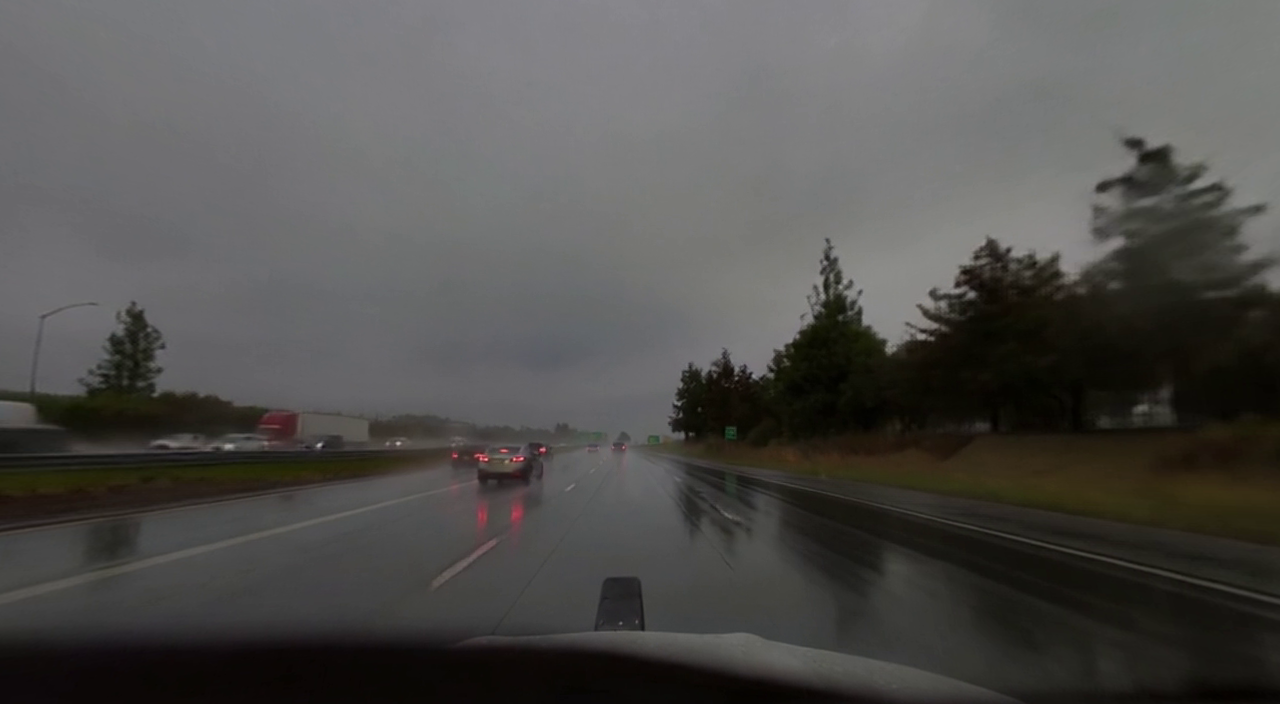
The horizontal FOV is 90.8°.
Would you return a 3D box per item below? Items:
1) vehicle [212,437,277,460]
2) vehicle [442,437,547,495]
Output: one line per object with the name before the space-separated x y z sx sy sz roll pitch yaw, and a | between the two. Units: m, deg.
vehicle | -29.613 7.231 47.487 2.001 1.637 4.585 0 -9 -2
vehicle | -4.204 3.362 19.067 2.073 1.516 4.478 0 -9 0
